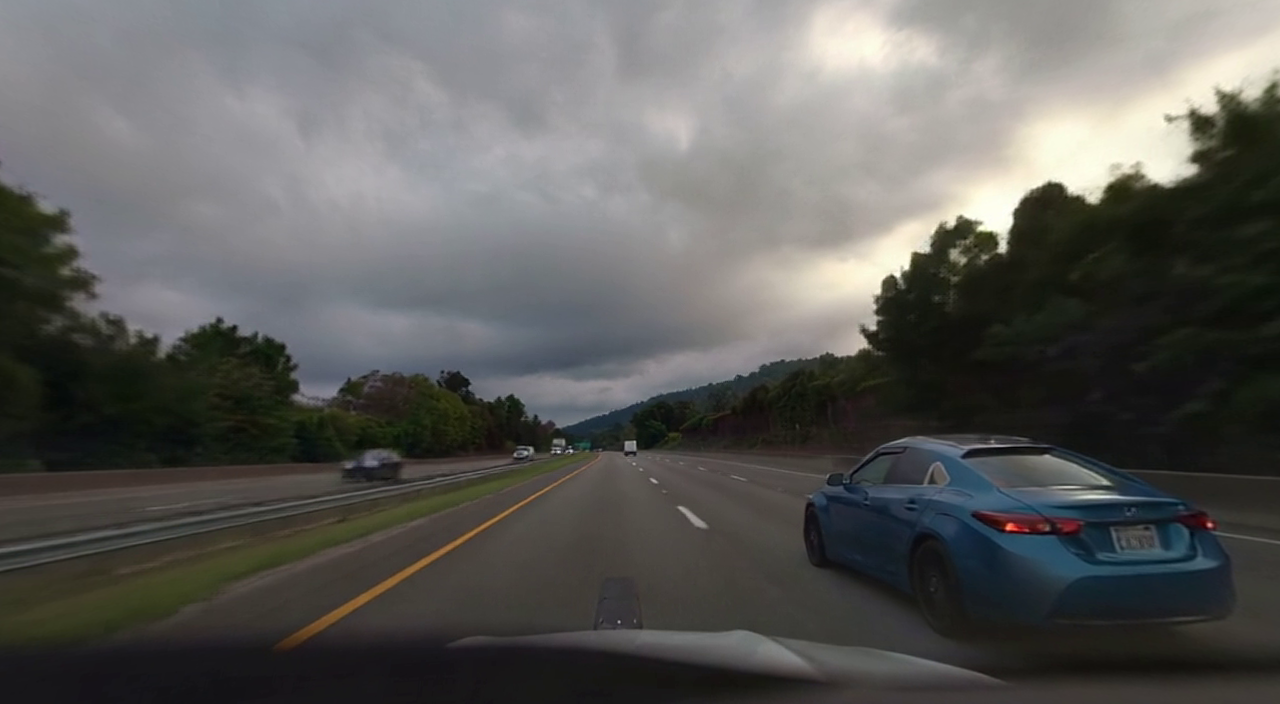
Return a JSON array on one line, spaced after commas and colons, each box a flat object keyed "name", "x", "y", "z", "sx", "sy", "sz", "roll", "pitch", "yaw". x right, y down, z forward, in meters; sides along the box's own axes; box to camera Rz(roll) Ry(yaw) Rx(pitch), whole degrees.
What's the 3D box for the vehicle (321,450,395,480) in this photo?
[{"name": "vehicle", "x": -14.892, "y": 5.955, "z": 33.465, "sx": 1.996, "sy": 1.471, "sz": 4.494, "roll": 0, "pitch": -9, "yaw": -2}]
